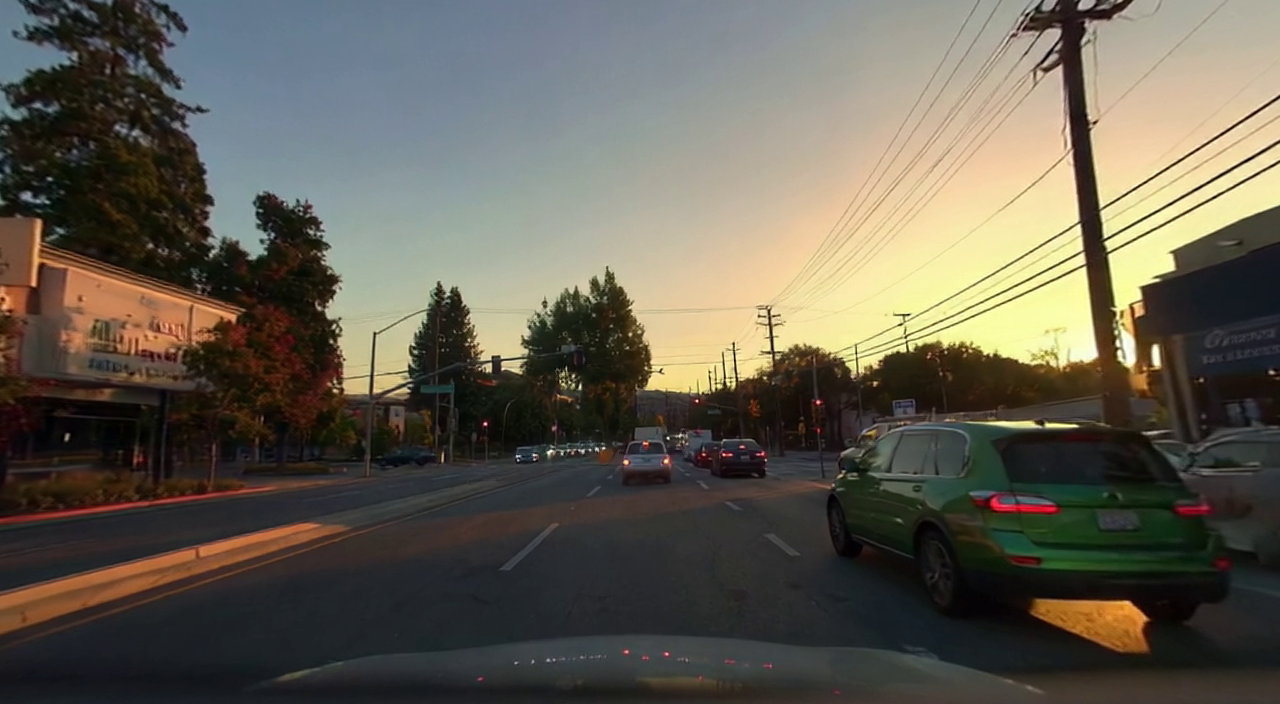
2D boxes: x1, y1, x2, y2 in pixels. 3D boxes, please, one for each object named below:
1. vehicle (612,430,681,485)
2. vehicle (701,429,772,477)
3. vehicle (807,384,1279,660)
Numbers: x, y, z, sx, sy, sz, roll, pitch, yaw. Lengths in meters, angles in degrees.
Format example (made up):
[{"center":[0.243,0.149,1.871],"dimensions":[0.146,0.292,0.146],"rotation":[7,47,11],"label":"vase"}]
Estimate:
[{"center":[0.220,3.572,21.609],"dimensions":[2.149,1.668,3.962],"rotation":[0,-9,0],"label":"vehicle"},{"center":[3.813,4.109,25.880],"dimensions":[2.060,1.789,4.712],"rotation":[0,-9,-1],"label":"vehicle"},{"center":[3.139,1.321,5.934],"dimensions":[1.998,1.620,4.267],"rotation":[0,-9,1],"label":"vehicle"}]
